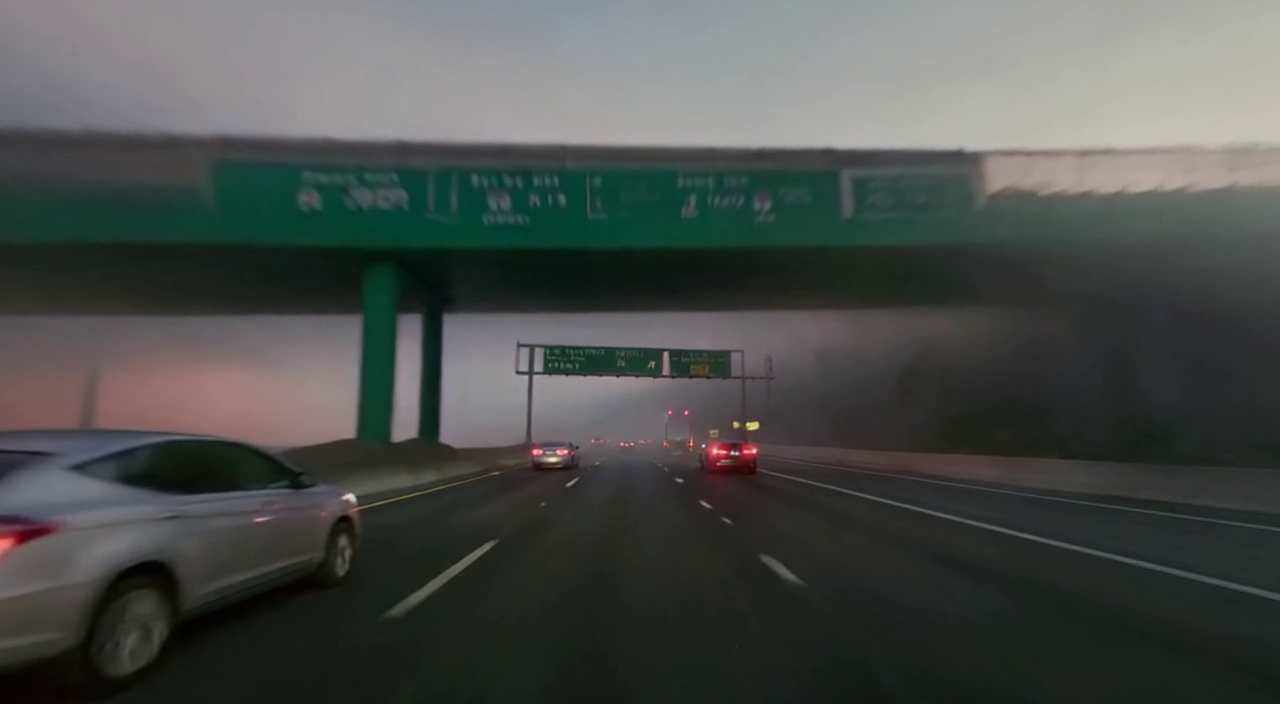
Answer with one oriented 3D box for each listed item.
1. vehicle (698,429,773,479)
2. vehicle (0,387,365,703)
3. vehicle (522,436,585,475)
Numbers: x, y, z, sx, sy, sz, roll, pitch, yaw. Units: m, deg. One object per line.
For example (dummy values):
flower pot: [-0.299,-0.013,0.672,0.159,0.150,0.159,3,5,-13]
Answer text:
vehicle: [3.390,3.715,23.210,2.001,1.625,4.088,0,-8,-1]
vehicle: [-3.483,1.016,3.230,2.122,1.486,4.532,-1,-8,0]
vehicle: [-3.588,4.373,26.917,2.064,1.479,4.370,-1,-8,0]
